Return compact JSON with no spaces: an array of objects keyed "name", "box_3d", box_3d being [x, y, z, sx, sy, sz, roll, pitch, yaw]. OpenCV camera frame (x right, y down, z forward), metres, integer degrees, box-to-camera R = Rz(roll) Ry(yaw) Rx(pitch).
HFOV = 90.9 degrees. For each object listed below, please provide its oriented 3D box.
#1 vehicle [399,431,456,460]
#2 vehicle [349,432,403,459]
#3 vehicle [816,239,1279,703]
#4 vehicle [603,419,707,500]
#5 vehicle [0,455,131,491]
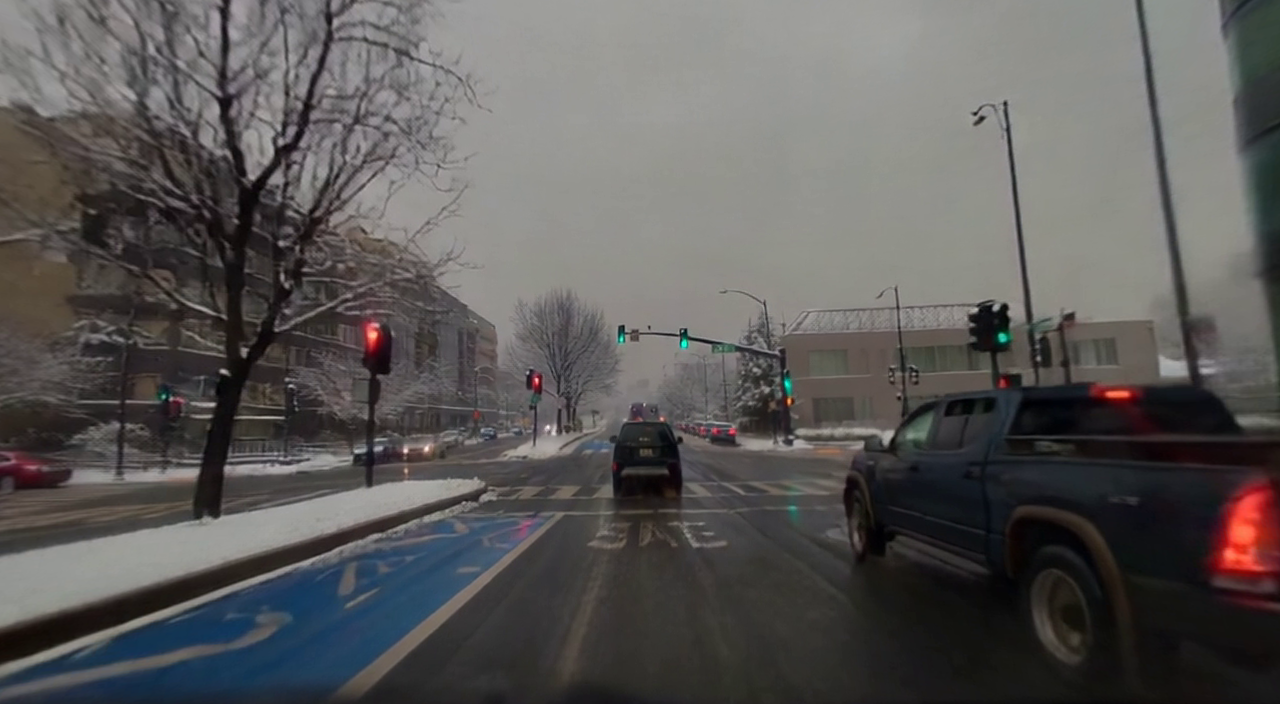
[{"name":"vehicle","box_3d":[-13.470,5.978,40.227,2.062,1.697,4.321,0,-9,1]},{"name":"vehicle","box_3d":[-19.312,6.868,46.323,2.060,1.867,4.626,0,-9,-2]},{"name":"vehicle","box_3d":[3.383,1.002,4.368,2.487,2.048,6.443,0,-9,0]},{"name":"vehicle","box_3d":[0.314,2.698,16.074,2.283,1.773,4.255,0,-9,0]},{"name":"vehicle","box_3d":[-27.614,5.739,30.330,1.857,1.535,4.900,-1,-9,4]}]
